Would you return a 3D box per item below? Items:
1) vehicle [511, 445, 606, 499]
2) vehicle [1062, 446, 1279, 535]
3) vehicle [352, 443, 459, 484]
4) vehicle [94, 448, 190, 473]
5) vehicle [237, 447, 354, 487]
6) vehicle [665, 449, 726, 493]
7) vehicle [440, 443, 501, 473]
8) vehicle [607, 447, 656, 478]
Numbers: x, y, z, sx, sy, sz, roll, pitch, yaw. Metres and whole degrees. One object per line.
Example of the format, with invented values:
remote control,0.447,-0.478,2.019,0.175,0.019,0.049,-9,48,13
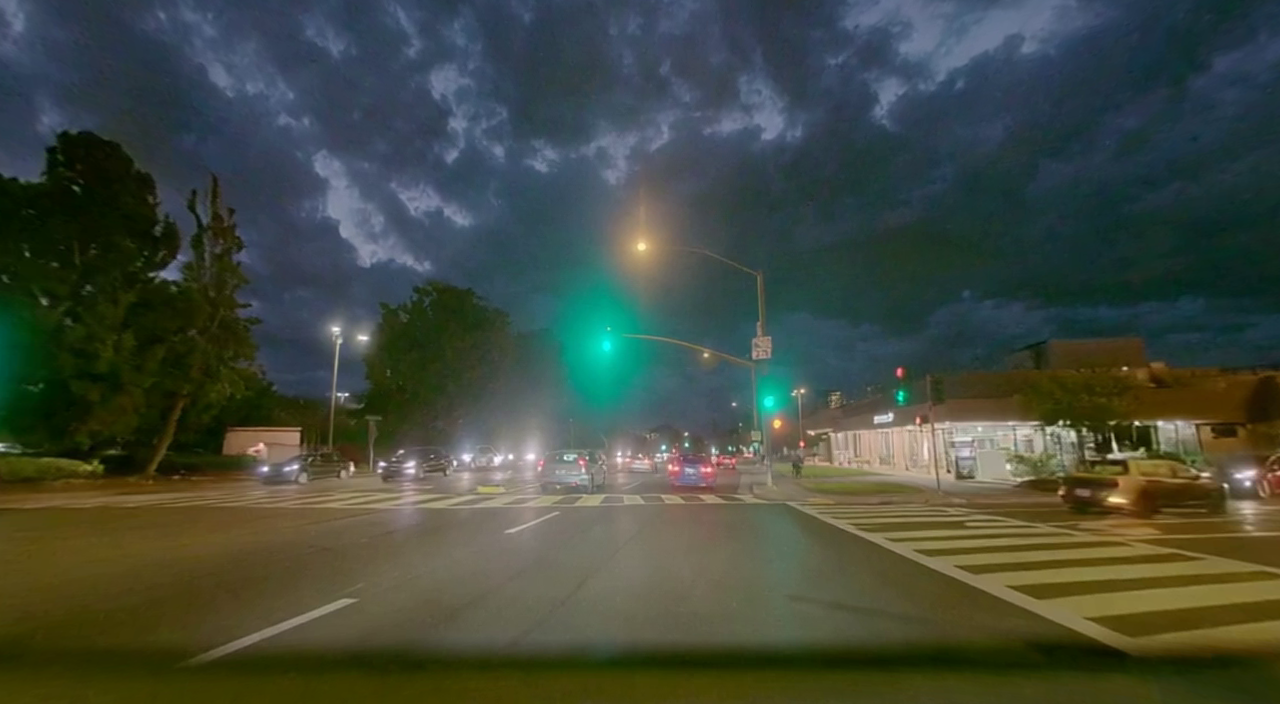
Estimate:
vehicle,-2.404,3.680,19.847,1.921,1.477,4.083,-1,-9,8
vehicle,11.003,2.551,12.170,4.472,1.471,2.148,2,-9,-12
vehicle,-9.566,4.558,26.256,1.923,1.516,4.727,-2,-9,10
vehicle,-32.364,7.053,41.263,1.760,1.465,4.788,-2,-9,11
vehicle,-13.988,4.677,25.986,1.896,1.455,4.257,-2,-8,10
vehicle,2.157,4.410,23.769,2.085,1.475,3.976,-1,-9,7
vehicle,-10.649,6.682,40.107,1.961,1.731,4.450,-2,-9,10
vehicle,-0.395,5.882,34.038,1.887,1.517,4.254,-2,-9,10
